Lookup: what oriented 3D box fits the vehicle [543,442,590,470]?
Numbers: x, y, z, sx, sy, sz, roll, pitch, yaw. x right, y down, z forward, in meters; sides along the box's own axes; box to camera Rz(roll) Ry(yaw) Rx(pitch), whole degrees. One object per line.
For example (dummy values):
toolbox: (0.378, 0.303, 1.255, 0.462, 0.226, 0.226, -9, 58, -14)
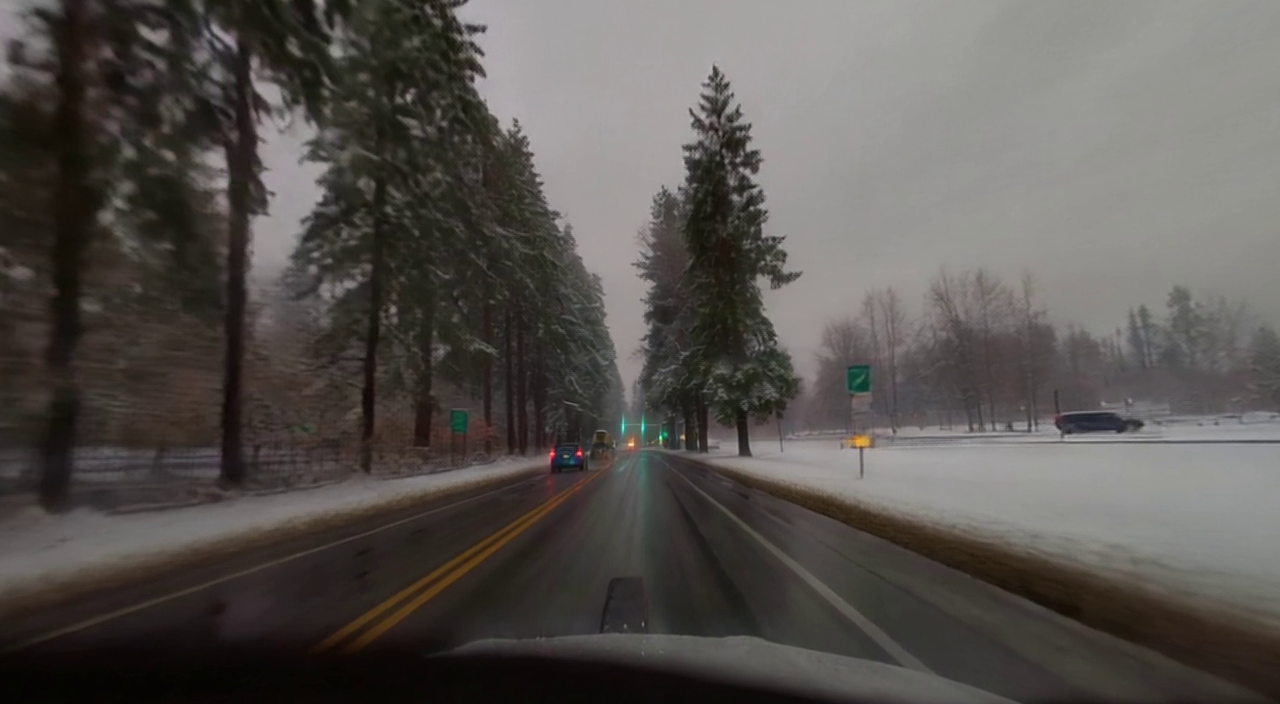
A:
vehicle: (-3.959, 5.696, 34.757, 2.005, 1.462, 4.345, 0, -8, 1)
